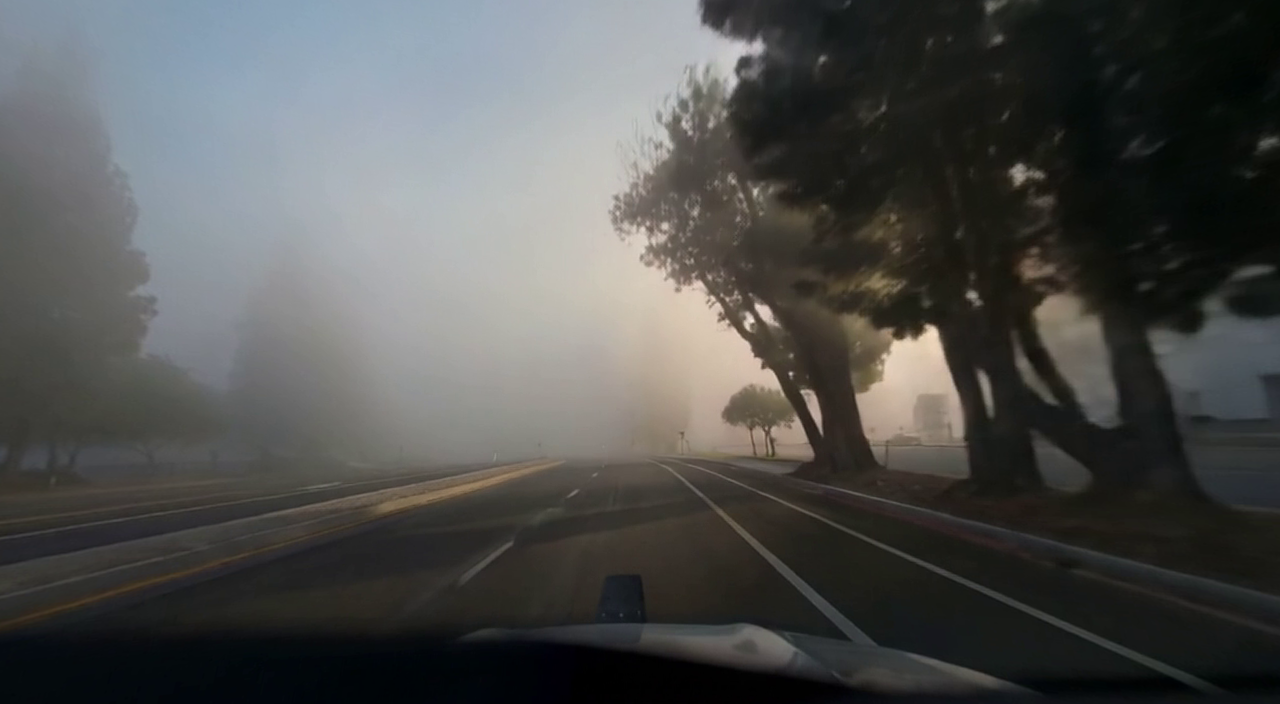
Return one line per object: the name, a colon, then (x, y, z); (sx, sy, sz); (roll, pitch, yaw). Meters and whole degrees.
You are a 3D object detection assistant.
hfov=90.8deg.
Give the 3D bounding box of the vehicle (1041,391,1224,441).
vehicle: (29.319, 3.893, 37.850); (8.483, 2.834, 2.843); (0, -8, -1)
